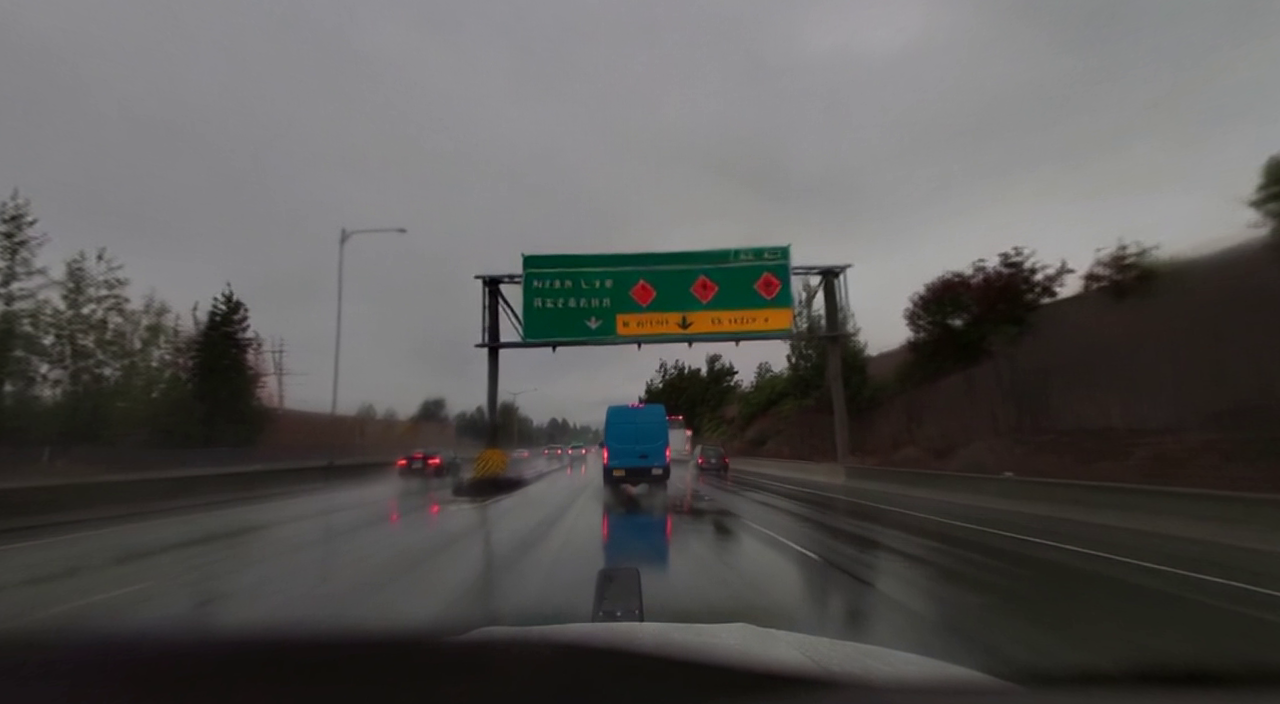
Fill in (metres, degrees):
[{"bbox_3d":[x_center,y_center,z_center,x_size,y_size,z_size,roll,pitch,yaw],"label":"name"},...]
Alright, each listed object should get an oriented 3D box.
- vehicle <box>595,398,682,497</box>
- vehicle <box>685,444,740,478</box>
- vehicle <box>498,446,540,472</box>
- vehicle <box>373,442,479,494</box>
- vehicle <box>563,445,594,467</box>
[{"bbox_3d":[-0.175,2.884,19.062,2.268,2.551,5.144,0,-9,-3],"label":"vehicle"},{"bbox_3d":[3.399,5.227,30.426,2.015,1.491,4.732,0,-9,-1],"label":"vehicle"},{"bbox_3d":[-7.683,6.801,40.092,2.026,1.506,4.102,0,-9,-3],"label":"vehicle"},{"bbox_3d":[-6.913,3.786,20.807,2.003,1.498,4.386,0,-9,0],"label":"vehicle"},{"bbox_3d":[-4.515,7.737,46.605,2.002,1.536,4.021,0,-9,-2],"label":"vehicle"}]
